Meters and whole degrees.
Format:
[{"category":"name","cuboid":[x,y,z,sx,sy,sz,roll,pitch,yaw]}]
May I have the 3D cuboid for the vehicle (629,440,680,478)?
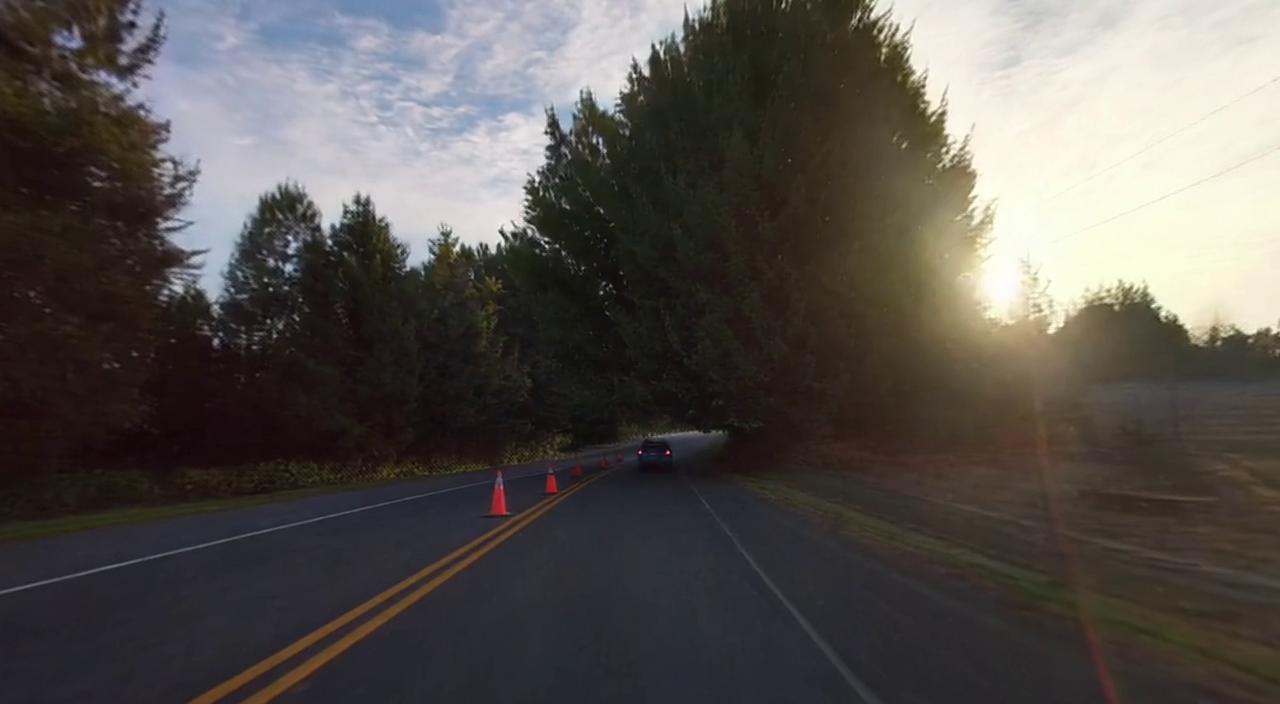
[{"category":"vehicle","cuboid":[0.660,4.552,27.103,2.042,1.489,3.963,0,-9,2]}]
